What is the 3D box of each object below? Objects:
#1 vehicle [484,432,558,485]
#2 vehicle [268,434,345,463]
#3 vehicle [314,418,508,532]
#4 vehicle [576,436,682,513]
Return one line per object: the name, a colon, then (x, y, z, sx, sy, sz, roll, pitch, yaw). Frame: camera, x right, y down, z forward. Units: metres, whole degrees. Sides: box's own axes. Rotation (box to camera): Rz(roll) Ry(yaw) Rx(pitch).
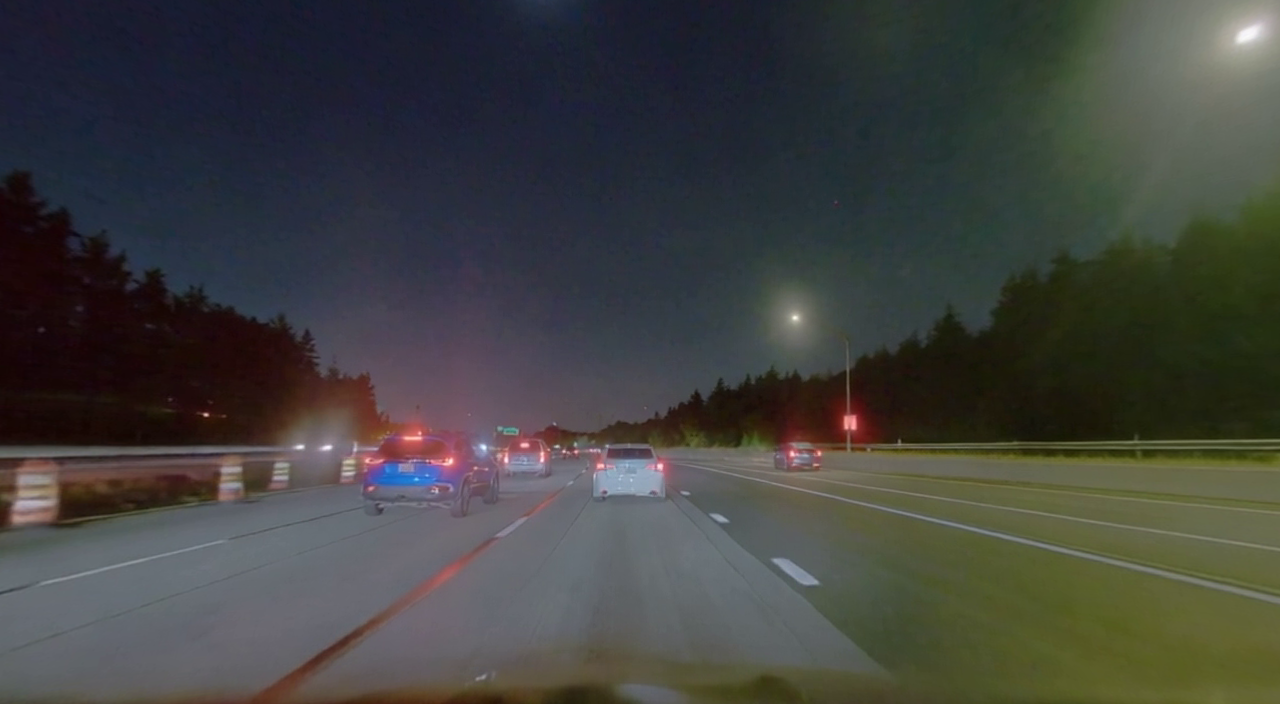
vehicle: (-4.234, 3.854, 23.093, 1.982, 1.727, 4.057, 0, -8, -1)
vehicle: (-18.138, 5.285, 34.596, 1.857, 1.458, 4.406, 0, -9, -1)
vehicle: (-3.904, 2.176, 11.676, 2.025, 1.708, 4.089, 0, -8, 0)
vehicle: (-0.280, 2.702, 14.446, 2.069, 1.484, 3.982, 0, -8, -2)
